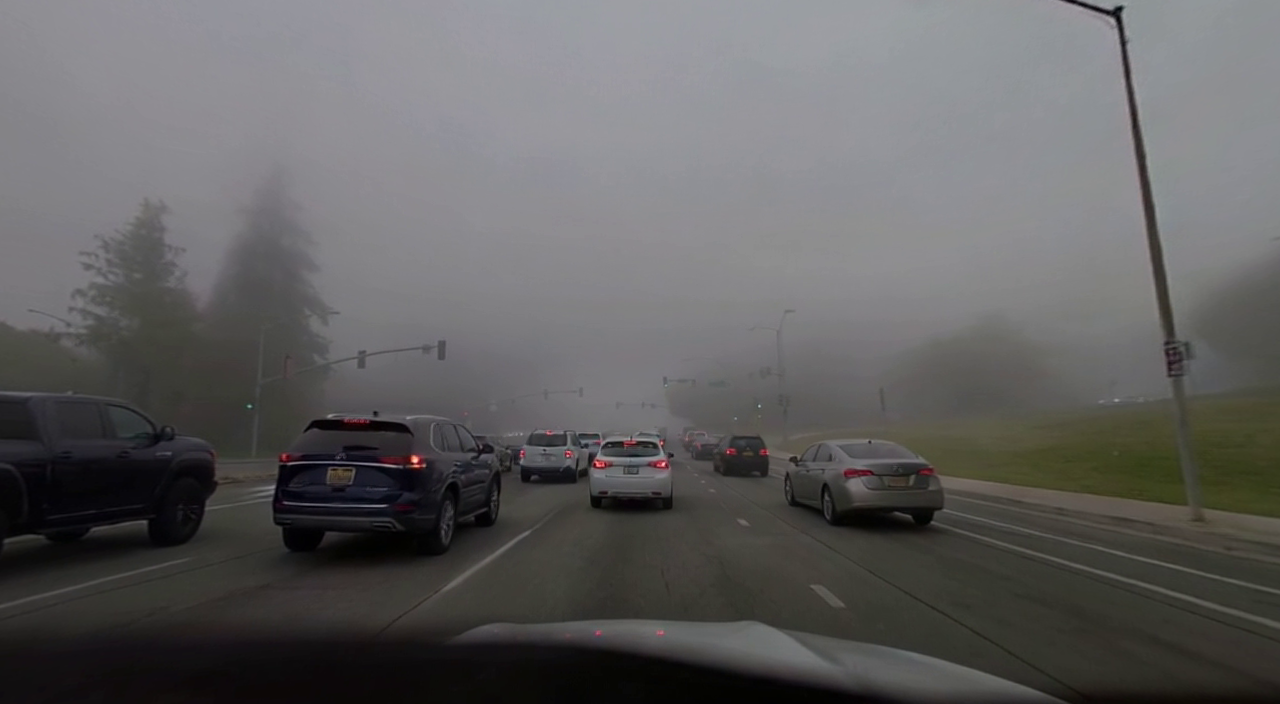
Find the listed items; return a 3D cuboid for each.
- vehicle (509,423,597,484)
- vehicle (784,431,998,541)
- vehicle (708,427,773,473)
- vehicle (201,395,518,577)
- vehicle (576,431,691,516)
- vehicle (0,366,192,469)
[{"bbox_3d":[-2.827,3.443,21.673,2.218,1.829,4.492,0,-8,2],"label":"vehicle"},{"bbox_3d":[3.863,2.116,10.654,1.884,1.463,4.195,0,-8,0],"label":"vehicle"},{"bbox_3d":[4.303,4.283,27.759,2.099,1.845,4.363,0,-8,0],"label":"vehicle"},{"bbox_3d":[-3.209,1.672,8.790,2.111,1.745,5.274,0,-8,-2],"label":"vehicle"},{"bbox_3d":[-0.100,2.468,13.361,2.030,1.477,4.330,0,-8,1],"label":"vehicle"},{"bbox_3d":[-27.756,3.108,28.855,3.181,4.189,14.107,-1,-8,5],"label":"vehicle"}]
